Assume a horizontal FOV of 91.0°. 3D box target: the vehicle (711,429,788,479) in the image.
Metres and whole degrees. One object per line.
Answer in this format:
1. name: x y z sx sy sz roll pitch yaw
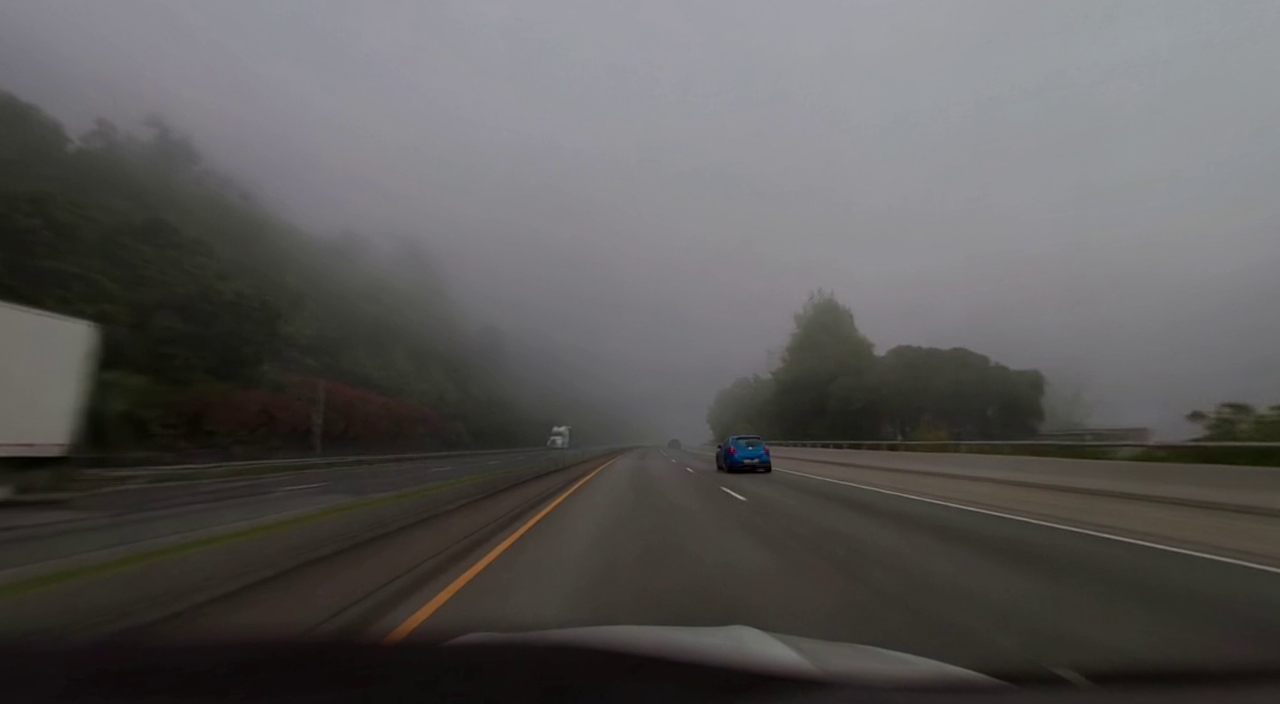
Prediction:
1. vehicle: 3.942 3.754 23.401 2.022 1.663 4.245 0 -8 -1
